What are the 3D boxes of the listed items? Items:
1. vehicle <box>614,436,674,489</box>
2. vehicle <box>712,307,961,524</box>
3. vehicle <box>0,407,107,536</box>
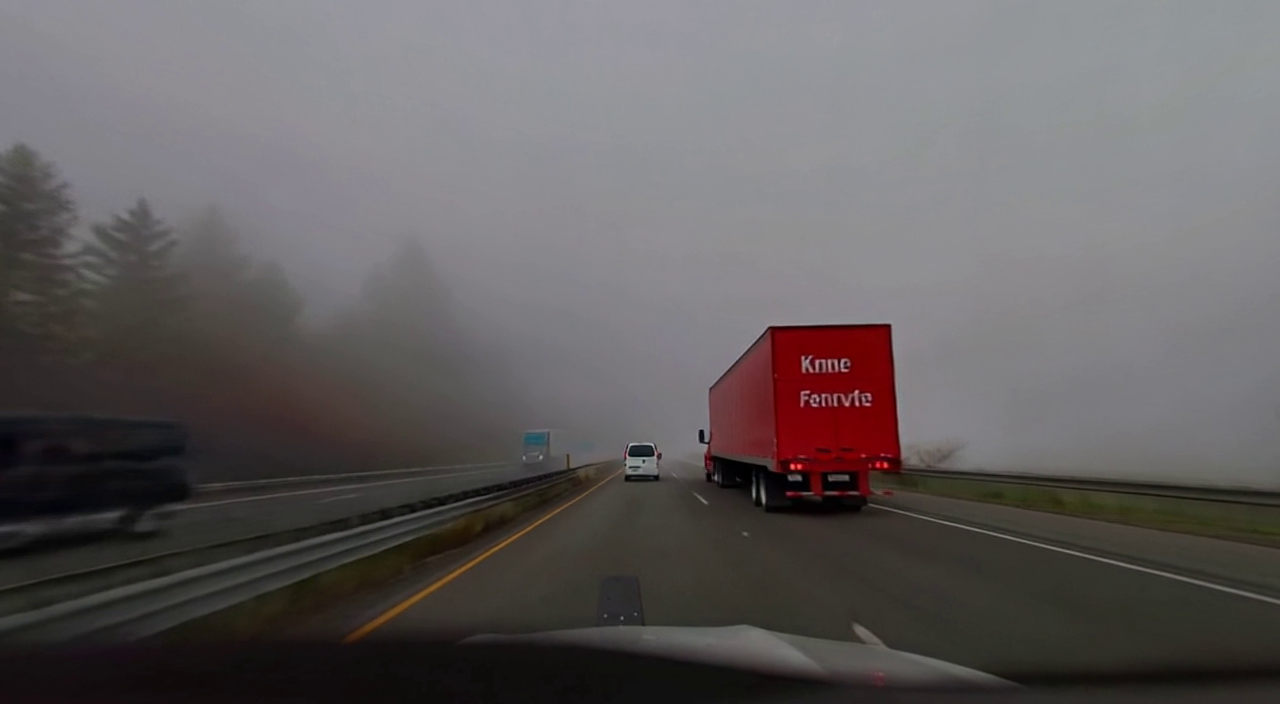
[{"bbox_3d":[0.169,4.272,24.554,2.105,1.865,4.102,0,-9,1],"label":"vehicle"},{"bbox_3d":[4.269,2.097,17.864,3.030,3.985,12.707,0,-9,0],"label":"vehicle"},{"bbox_3d":[-13.428,2.263,11.575,2.227,2.465,5.698,-3,-9,1],"label":"vehicle"}]
